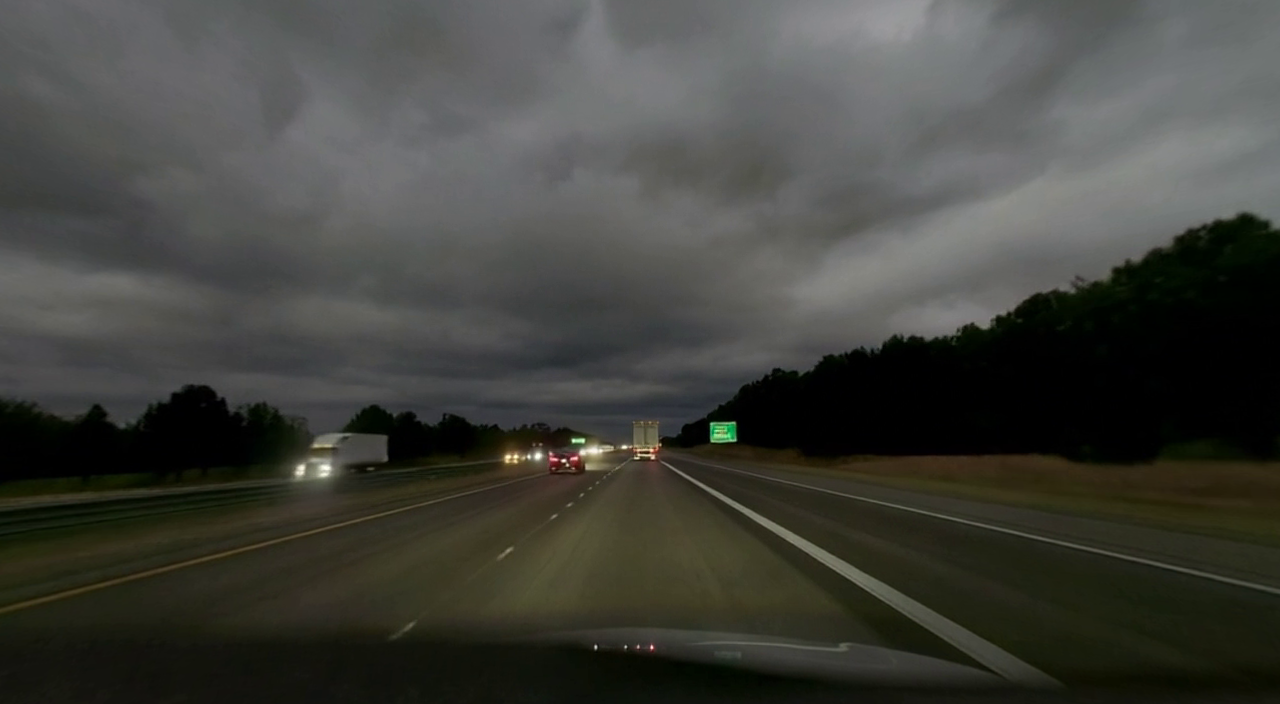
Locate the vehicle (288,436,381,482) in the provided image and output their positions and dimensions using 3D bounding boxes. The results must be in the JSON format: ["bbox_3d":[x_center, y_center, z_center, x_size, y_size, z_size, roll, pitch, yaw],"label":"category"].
[{"bbox_3d":[-17.494,6.159,36.559,2.252,2.427,6.092,-1,-9,0],"label":"vehicle"}]

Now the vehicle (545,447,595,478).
[{"bbox_3d":[-3.448,5.520,31.800,1.955,1.438,4.100,-1,-9,1],"label":"vehicle"}]
